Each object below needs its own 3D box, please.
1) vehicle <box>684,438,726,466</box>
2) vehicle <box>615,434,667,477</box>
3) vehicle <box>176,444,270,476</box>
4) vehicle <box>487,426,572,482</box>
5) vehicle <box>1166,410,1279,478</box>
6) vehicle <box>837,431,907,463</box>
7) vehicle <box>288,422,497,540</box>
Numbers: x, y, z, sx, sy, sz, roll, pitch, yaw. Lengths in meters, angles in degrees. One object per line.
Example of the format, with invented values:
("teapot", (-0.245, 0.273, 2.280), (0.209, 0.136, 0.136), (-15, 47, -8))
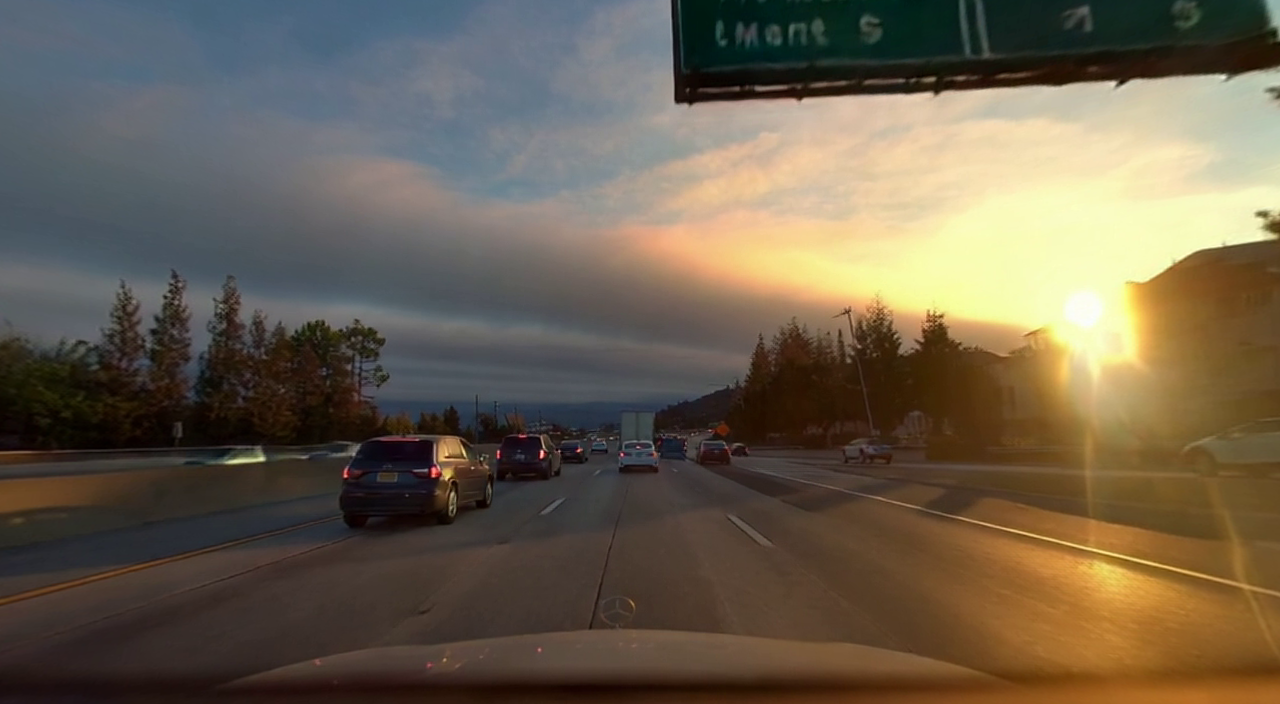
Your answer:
("vehicle", (3.846, 5.991, 38.007), (2.027, 1.554, 4.252), (0, -9, -1))
("vehicle", (0.055, 4.436, 27.305), (2.063, 1.703, 4.203), (0, -9, 0))
("vehicle", (-25.125, 6.505, 38.323), (2.231, 1.768, 4.901), (0, -9, 3))
("vehicle", (-4.169, 3.994, 24.860), (2.301, 1.944, 5.482), (0, -9, 1))
("vehicle", (15.112, 2.074, 14.277), (1.905, 1.490, 4.826), (1, -9, -7))
("vehicle", (13.085, 5.412, 35.879), (2.048, 1.674, 4.106), (1, -9, -6))
("vehicle", (-3.989, 2.141, 11.065), (1.988, 1.668, 4.021), (0, -9, 0))
